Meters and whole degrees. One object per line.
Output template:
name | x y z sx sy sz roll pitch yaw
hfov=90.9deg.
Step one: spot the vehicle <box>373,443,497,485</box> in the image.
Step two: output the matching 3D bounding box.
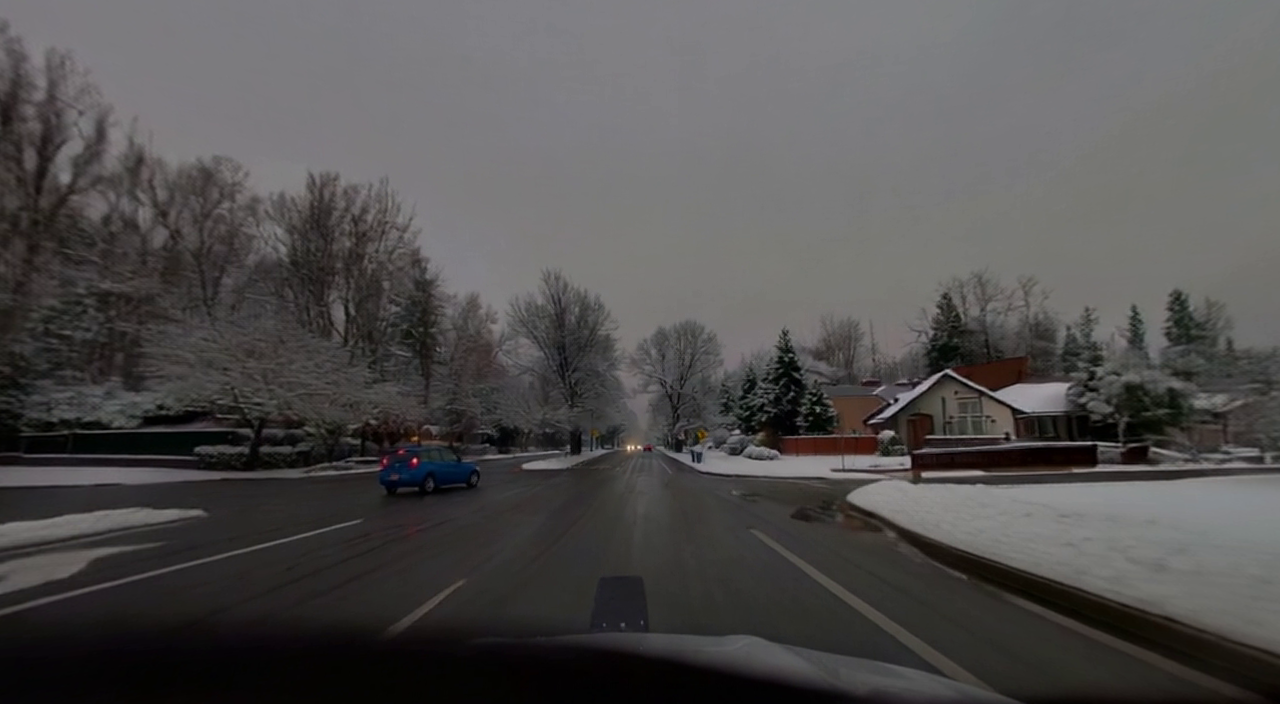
vehicle | -9.128 4.979 28.334 2.170 1.666 4.788 -8 -12 43
